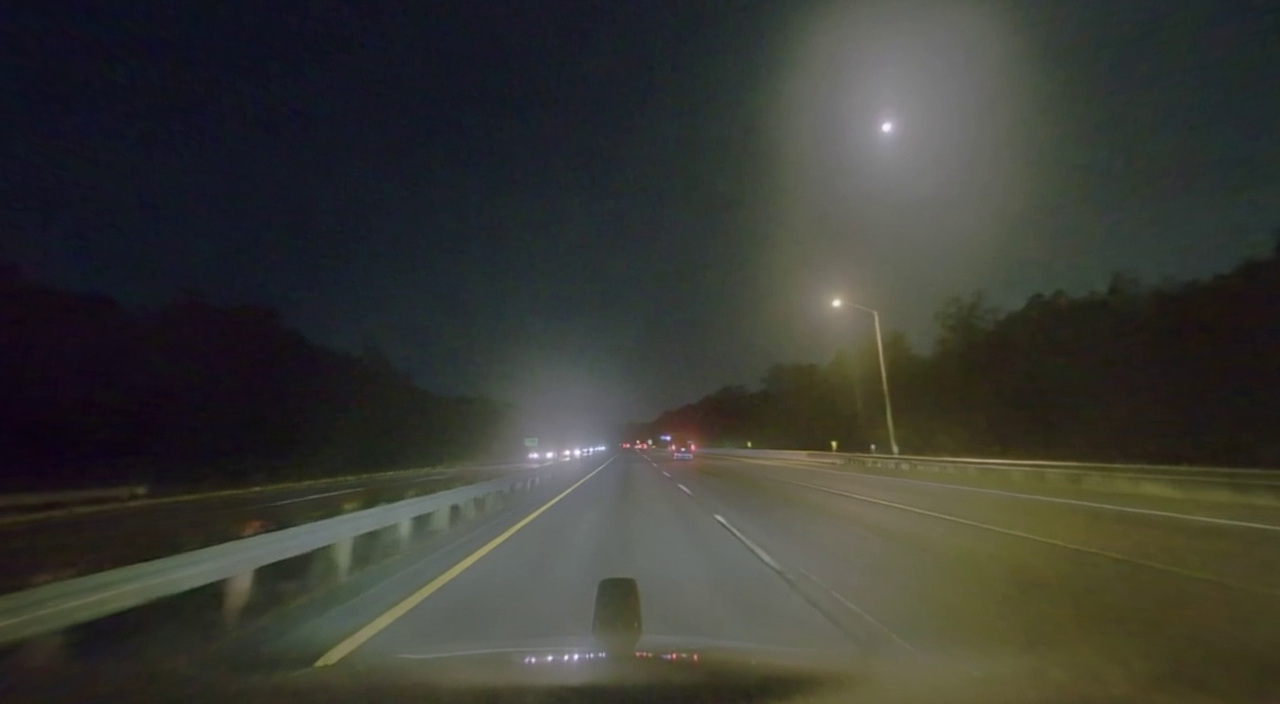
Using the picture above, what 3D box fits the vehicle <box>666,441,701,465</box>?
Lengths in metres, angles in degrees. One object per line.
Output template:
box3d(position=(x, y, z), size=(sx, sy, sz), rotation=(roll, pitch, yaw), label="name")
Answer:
box3d(position=(3.177, 7.273, 45.369), size=(1.972, 1.614, 4.025), rotation=(-2, -9, 11), label="vehicle")

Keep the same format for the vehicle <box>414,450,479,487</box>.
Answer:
box3d(position=(-8.881, 5.333, 29.129), size=(1.923, 1.552, 4.293), rotation=(0, -9, -4), label="vehicle")
